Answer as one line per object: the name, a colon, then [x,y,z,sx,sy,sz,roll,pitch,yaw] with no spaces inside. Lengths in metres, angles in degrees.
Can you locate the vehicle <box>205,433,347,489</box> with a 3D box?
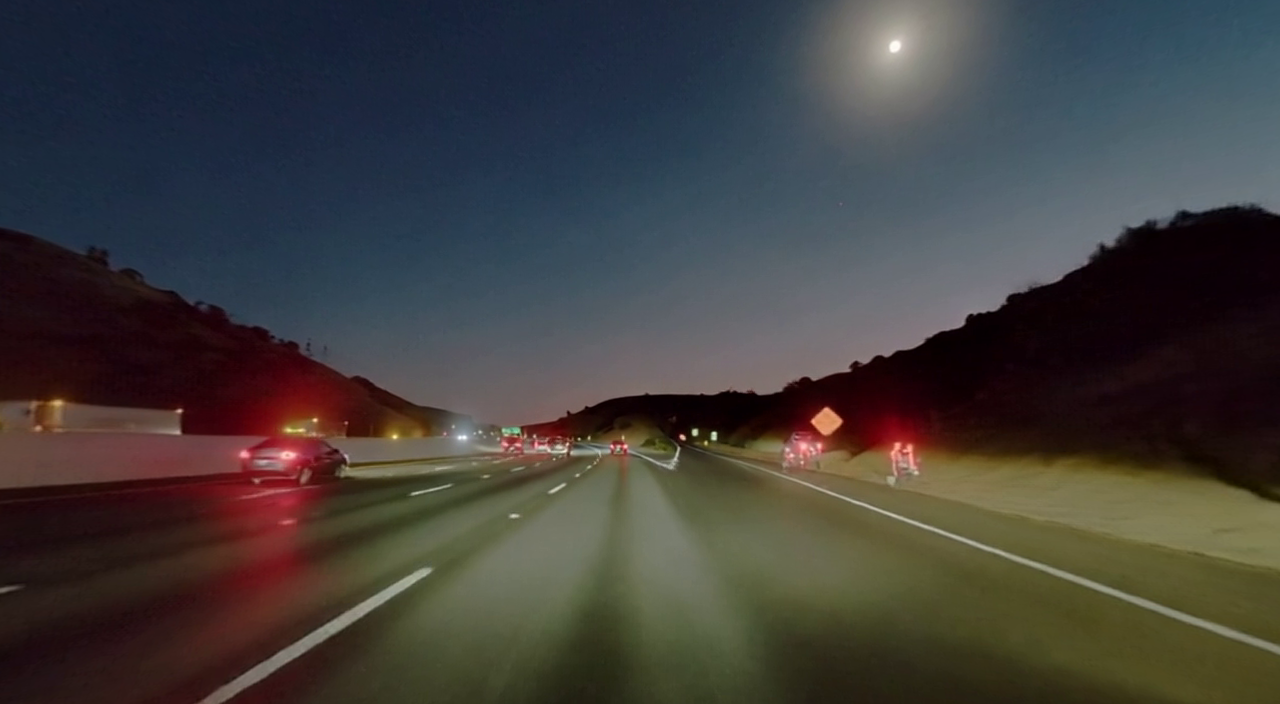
vehicle: [-11.783,3.550,20.819,2.047,1.645,4.451,0,-8,-1]

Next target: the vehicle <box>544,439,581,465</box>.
vehicle: [-5.142,6.691,42.210,2.060,1.631,4.214,0,-9,-1]
